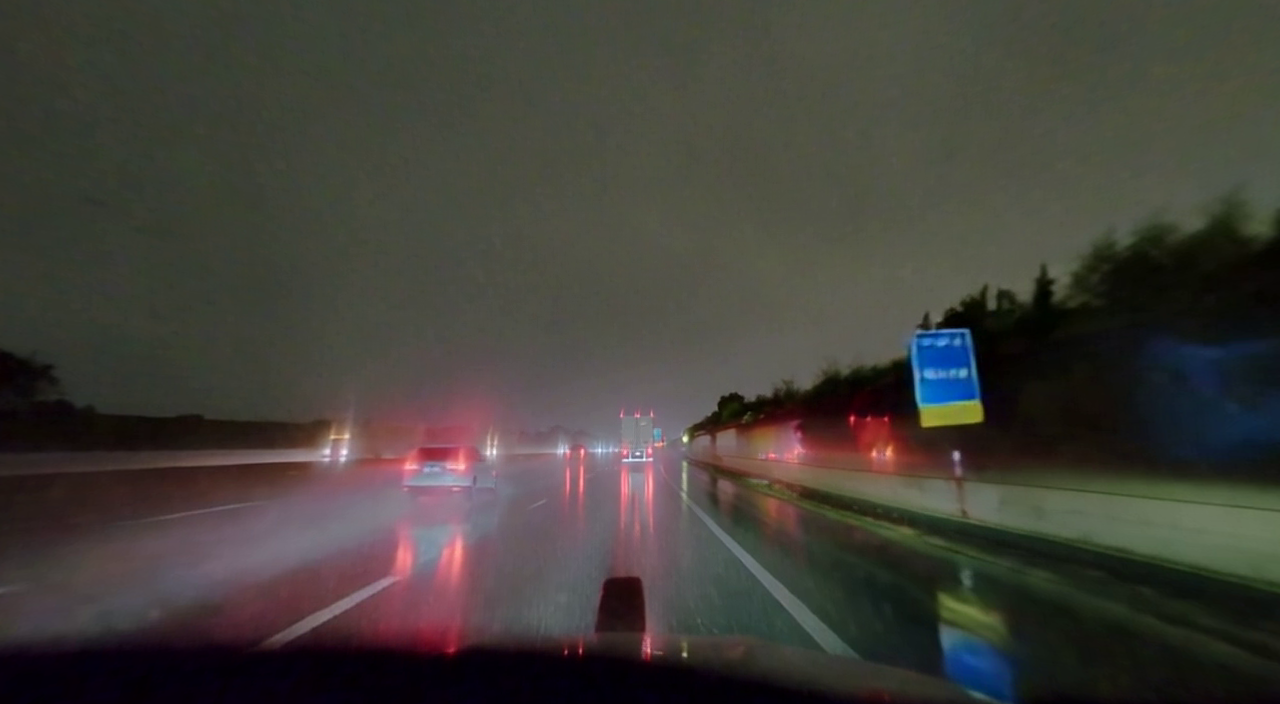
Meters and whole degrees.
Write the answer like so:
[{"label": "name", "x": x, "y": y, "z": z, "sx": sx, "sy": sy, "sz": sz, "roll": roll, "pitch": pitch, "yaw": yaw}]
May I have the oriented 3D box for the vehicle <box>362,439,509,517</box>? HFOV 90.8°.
[{"label": "vehicle", "x": -4.475, "y": 2.821, "z": 14.545, "sx": 2.024, "sy": 1.515, "sz": 3.907, "roll": 0, "pitch": -9, "yaw": 1}]
